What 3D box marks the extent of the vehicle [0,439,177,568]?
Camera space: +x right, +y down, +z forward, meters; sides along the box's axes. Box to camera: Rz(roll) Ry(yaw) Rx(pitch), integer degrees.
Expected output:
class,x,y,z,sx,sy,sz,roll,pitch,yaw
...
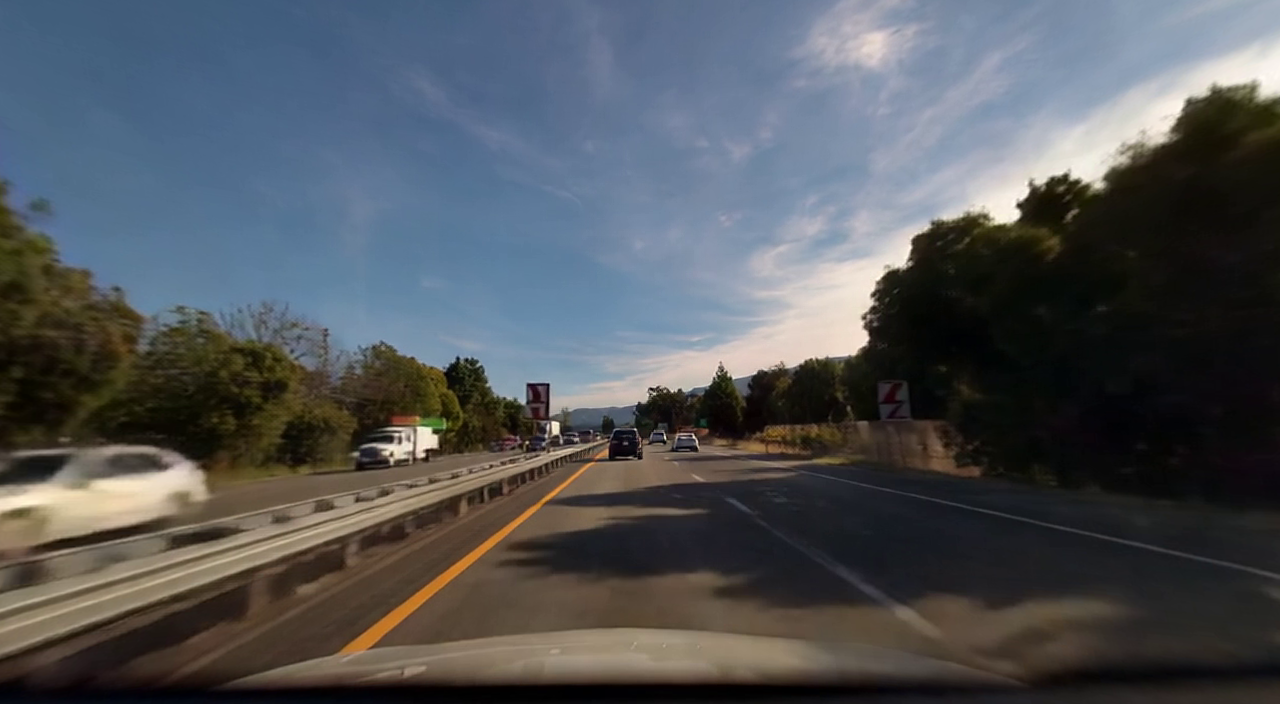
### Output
class,x,y,z,sx,sy,sz,roll,pitch,yaw
vehicle,-8.961,1.996,8.653,1.903,1.591,4.430,0,-8,-2

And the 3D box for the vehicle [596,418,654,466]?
class,x,y,z,sx,sy,sz,roll,pitch,yaw
vehicle,-0.695,4.207,29.591,2.503,2.044,4.633,0,-8,-2

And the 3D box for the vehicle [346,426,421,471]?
class,x,y,z,sx,sy,sz,roll,pitch,yaw
vehicle,-13.899,5.243,34.469,2.102,2.299,4.786,0,-8,-1

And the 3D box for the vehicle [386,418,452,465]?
class,x,y,z,sx,sy,sz,roll,pitch,yaw
vehicle,-14.067,5.737,40.417,2.532,2.792,4.713,0,-8,-1
